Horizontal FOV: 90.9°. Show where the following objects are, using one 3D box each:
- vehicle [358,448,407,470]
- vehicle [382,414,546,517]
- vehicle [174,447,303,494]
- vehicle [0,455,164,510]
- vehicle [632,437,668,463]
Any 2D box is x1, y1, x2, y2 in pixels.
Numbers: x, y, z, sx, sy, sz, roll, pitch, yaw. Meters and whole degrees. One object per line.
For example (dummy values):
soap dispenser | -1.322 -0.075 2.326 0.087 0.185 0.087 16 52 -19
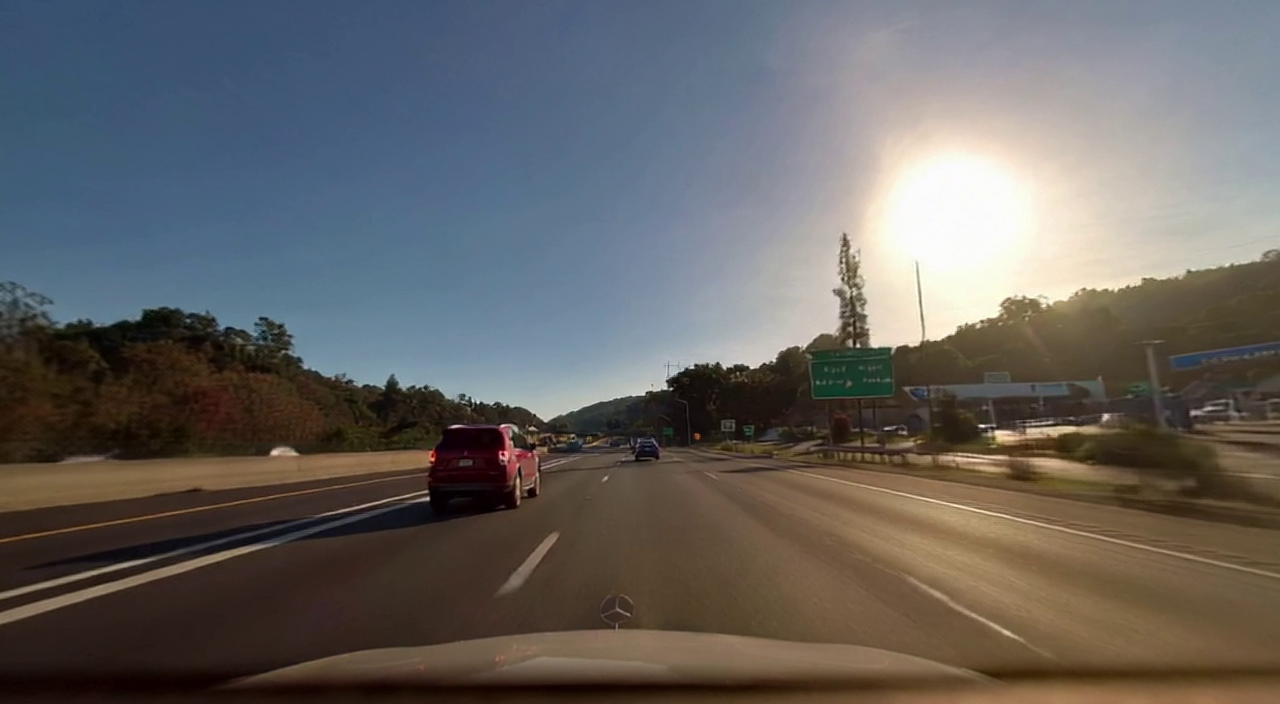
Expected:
vehicle | -19.466 8.100 47.757 2.015 1.482 4.116 0 -8 -1
vehicle | -3.343 2.231 13.013 2.061 1.732 4.457 0 -8 0
vehicle | -15.711 4.616 24.977 2.296 1.613 4.295 0 -8 -1
vehicle | -19.491 4.508 22.218 1.803 1.546 4.649 0 -8 -1
vehicle | 0.553 6.291 40.702 2.151 1.550 4.694 0 -8 -1
